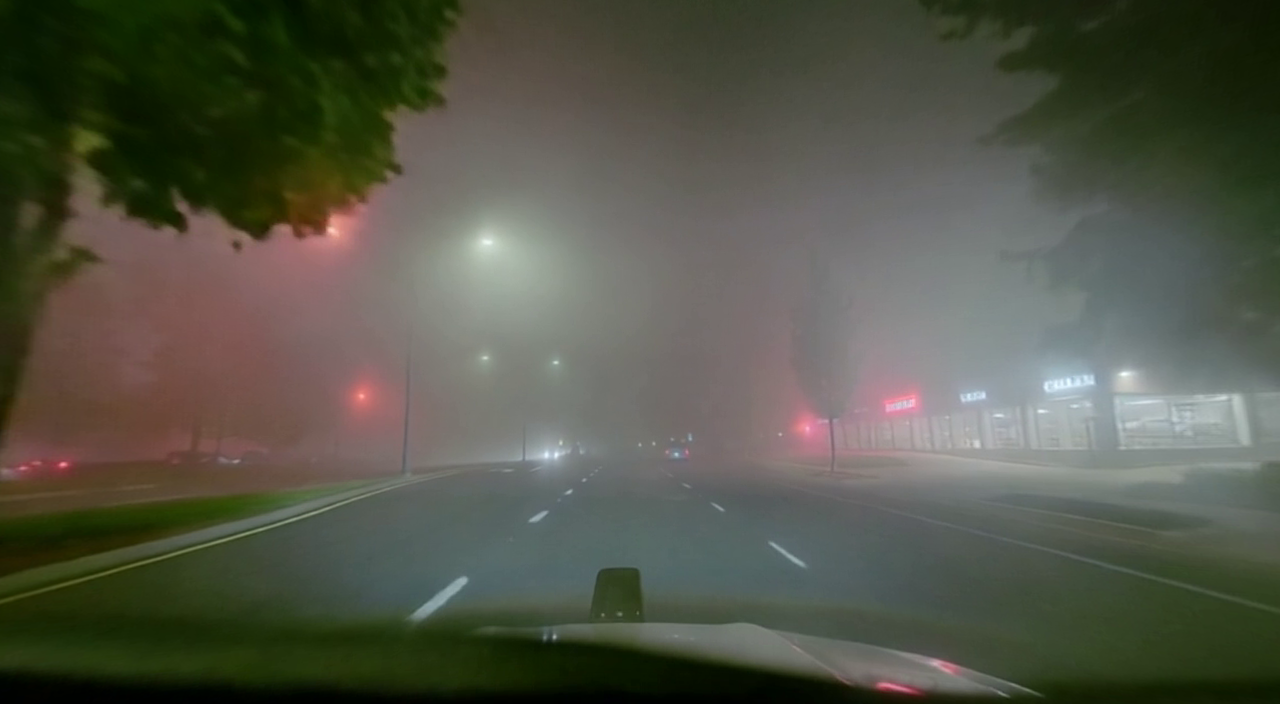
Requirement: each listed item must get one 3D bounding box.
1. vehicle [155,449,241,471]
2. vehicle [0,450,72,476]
[{"bbox_3d":[-33.028,8.075,47.167,4.736,1.573,2.176,0,-8,-3],"label":"vehicle"},{"bbox_3d":[-45.616,8.221,46.599,5.020,1.719,2.107,-2,-8,-1],"label":"vehicle"}]
